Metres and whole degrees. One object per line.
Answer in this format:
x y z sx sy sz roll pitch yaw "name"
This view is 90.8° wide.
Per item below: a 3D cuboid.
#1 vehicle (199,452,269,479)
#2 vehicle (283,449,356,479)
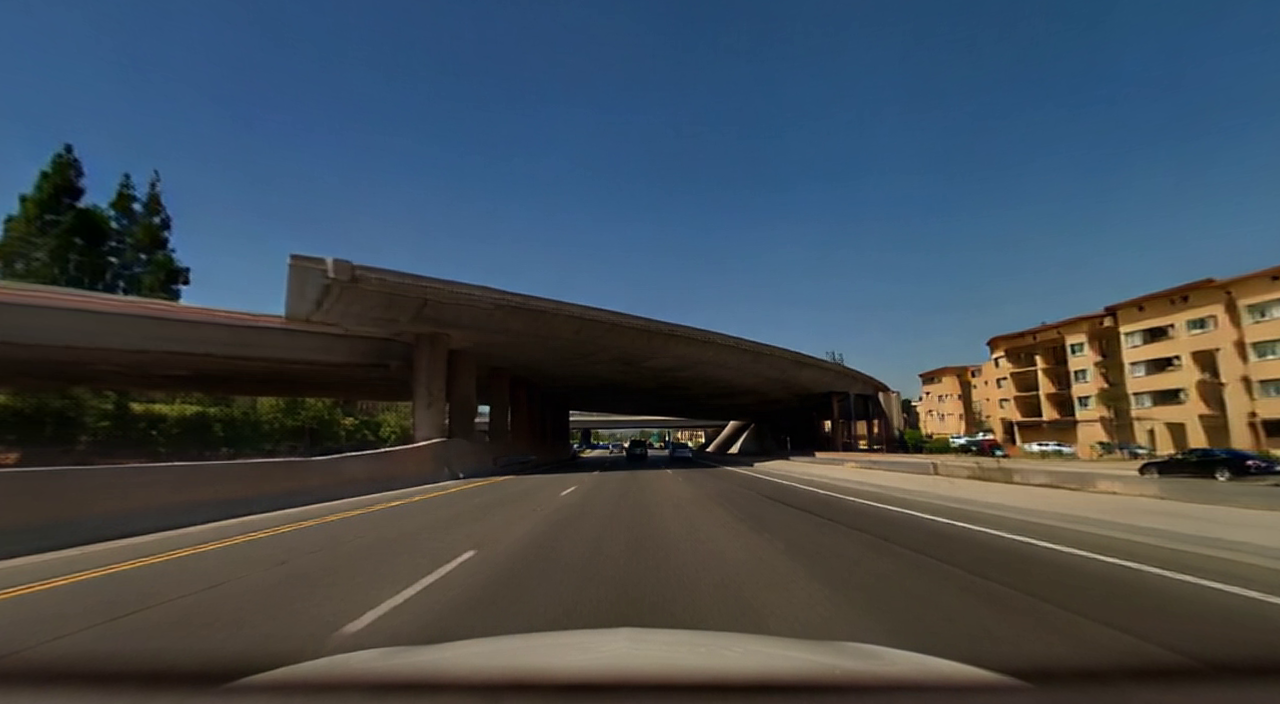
-27.973 7.813 43.731 1.922 1.738 4.748 0 -8 -3 "vehicle"
-19.173 6.683 37.982 2.053 1.632 4.354 0 -8 0 "vehicle"
